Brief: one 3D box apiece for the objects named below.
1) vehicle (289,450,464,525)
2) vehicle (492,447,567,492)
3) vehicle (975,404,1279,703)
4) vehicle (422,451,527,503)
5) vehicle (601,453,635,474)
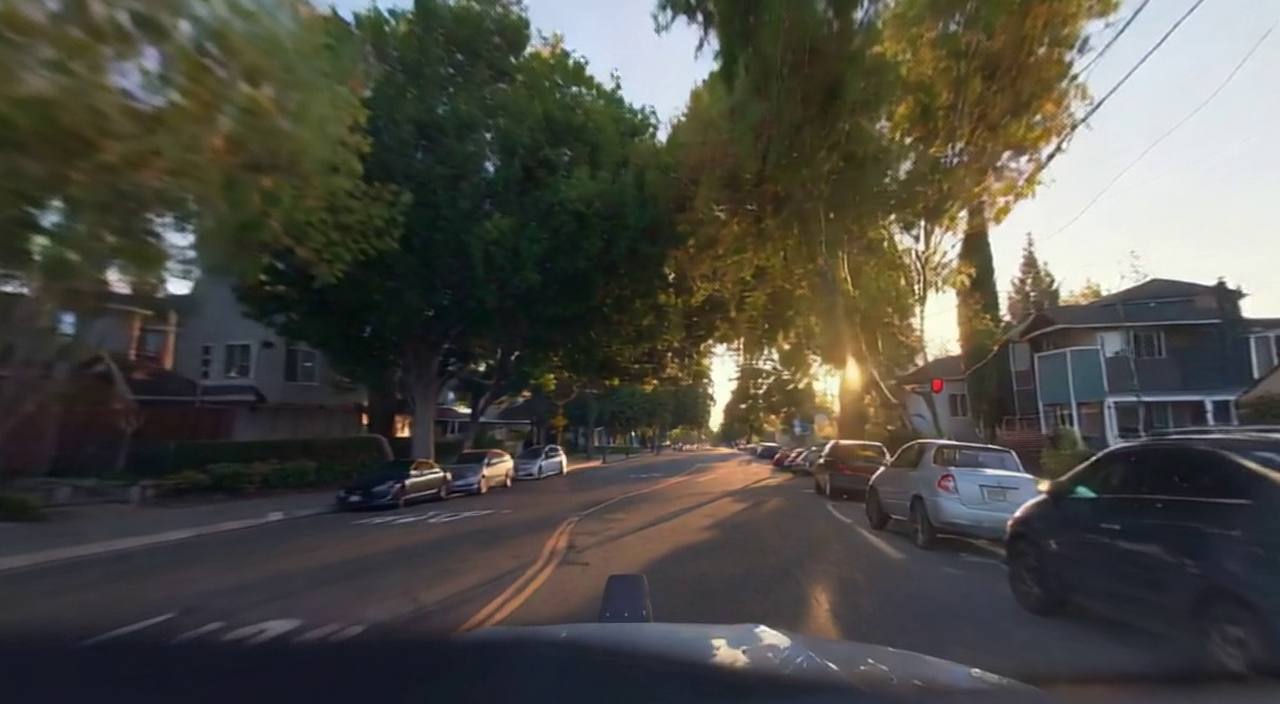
[{"bbox_3d":[-6.177,3.208,15.546,1.963,1.470,4.671,-2,-9,5],"label":"vehicle"},{"bbox_3d":[-4.674,5.042,27.463,1.973,1.755,4.528,-2,-9,7],"label":"vehicle"},{"bbox_3d":[4.480,1.331,4.565,2.062,1.718,4.517,-1,-8,7],"label":"vehicle"},{"bbox_3d":[-5.474,4.186,21.571,1.948,1.477,4.518,-2,-9,7],"label":"vehicle"},{"bbox_3d":[-1.645,8.710,49.273,1.903,1.463,4.526,-2,-8,8],"label":"vehicle"}]
